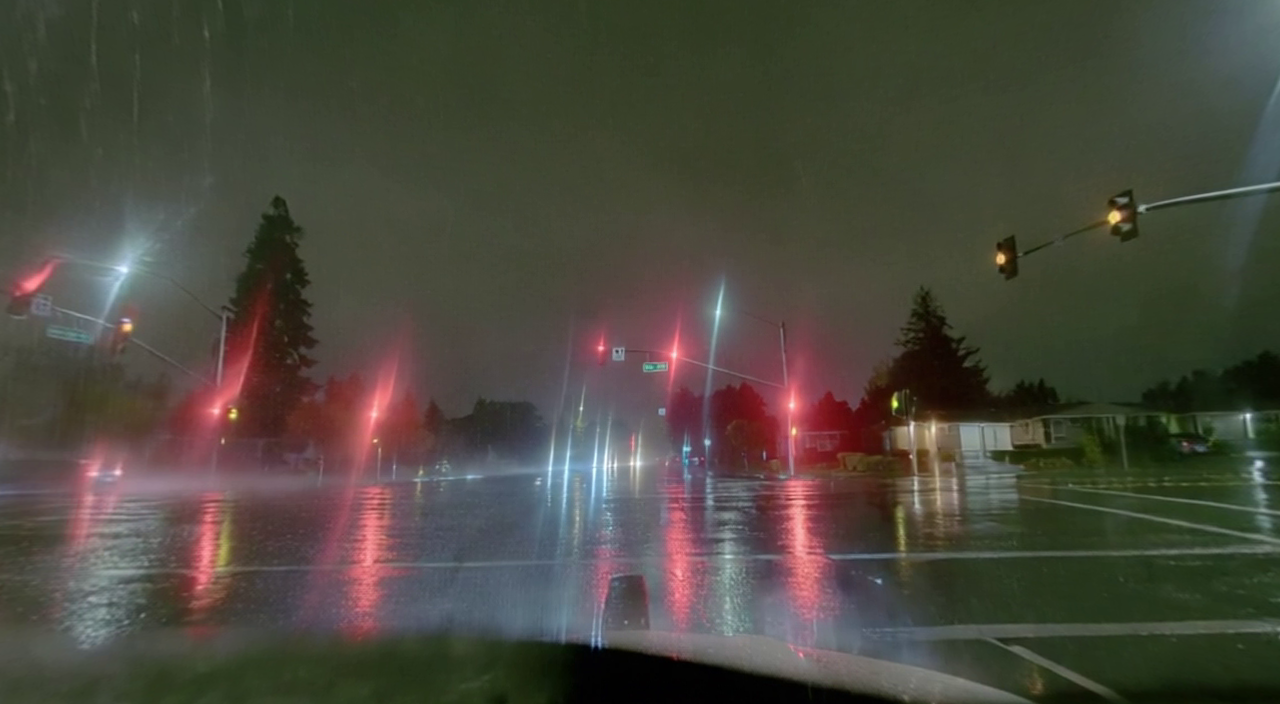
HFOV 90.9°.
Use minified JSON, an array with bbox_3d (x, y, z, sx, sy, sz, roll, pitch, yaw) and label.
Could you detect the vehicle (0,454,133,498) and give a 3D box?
[{"bbox_3d":[-21.377,4.433,22.745,4.562,1.460,1.822,0,-8,0],"label":"vehicle"}]
